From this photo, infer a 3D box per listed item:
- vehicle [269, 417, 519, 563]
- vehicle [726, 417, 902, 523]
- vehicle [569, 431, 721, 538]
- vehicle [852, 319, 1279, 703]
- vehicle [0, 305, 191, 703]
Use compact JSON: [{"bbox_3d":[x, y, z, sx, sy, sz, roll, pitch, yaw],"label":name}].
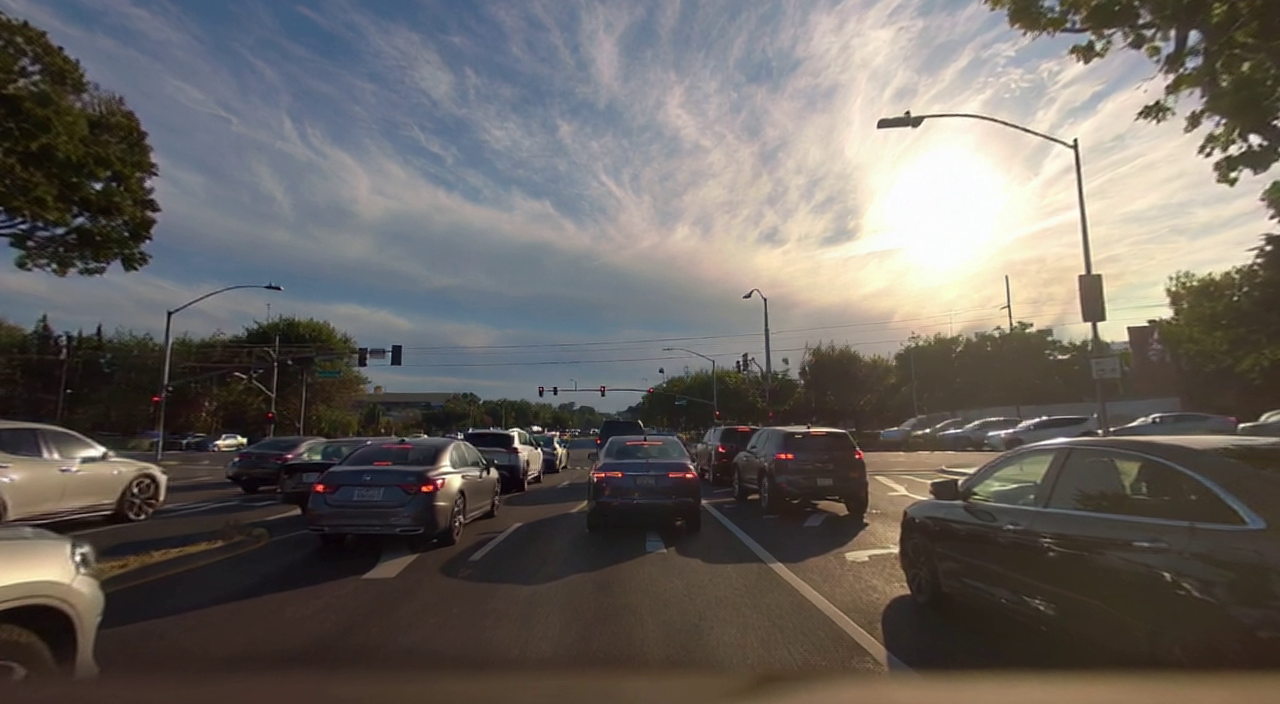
[{"bbox_3d":[-3.065,1.805,9.008,1.896,1.546,4.378,0,-8,-2],"label":"vehicle"},{"bbox_3d":[3.068,2.187,12.146,2.106,1.667,4.101,0,-8,-1],"label":"vehicle"},{"bbox_3d":[-0.004,2.090,10.541,2.076,1.438,3.770,0,-8,-2],"label":"vehicle"},{"bbox_3d":[3.148,0.996,3.855,2.074,1.685,4.387,0,-8,-1],"label":"vehicle"},{"bbox_3d":[-3.203,0.506,0.706,2.079,1.756,4.676,0,-8,-3],"label":"vehicle"}]
